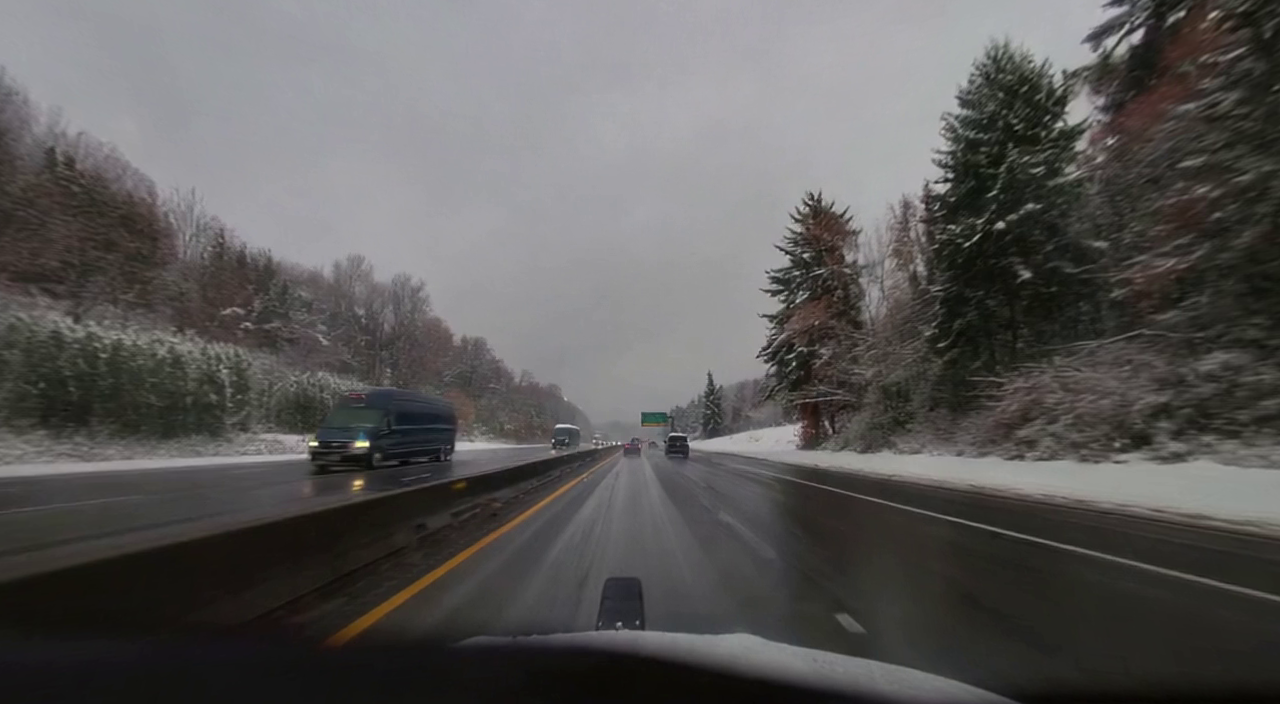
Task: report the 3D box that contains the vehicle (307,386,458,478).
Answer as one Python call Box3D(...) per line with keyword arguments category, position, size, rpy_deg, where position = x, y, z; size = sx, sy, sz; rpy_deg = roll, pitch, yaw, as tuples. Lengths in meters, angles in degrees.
Box3D(category="vehicle", position=(-11.798, 3.911, 30.379), size=(3.001, 3.662, 10.102), rpy_deg=(0, -8, 0))
